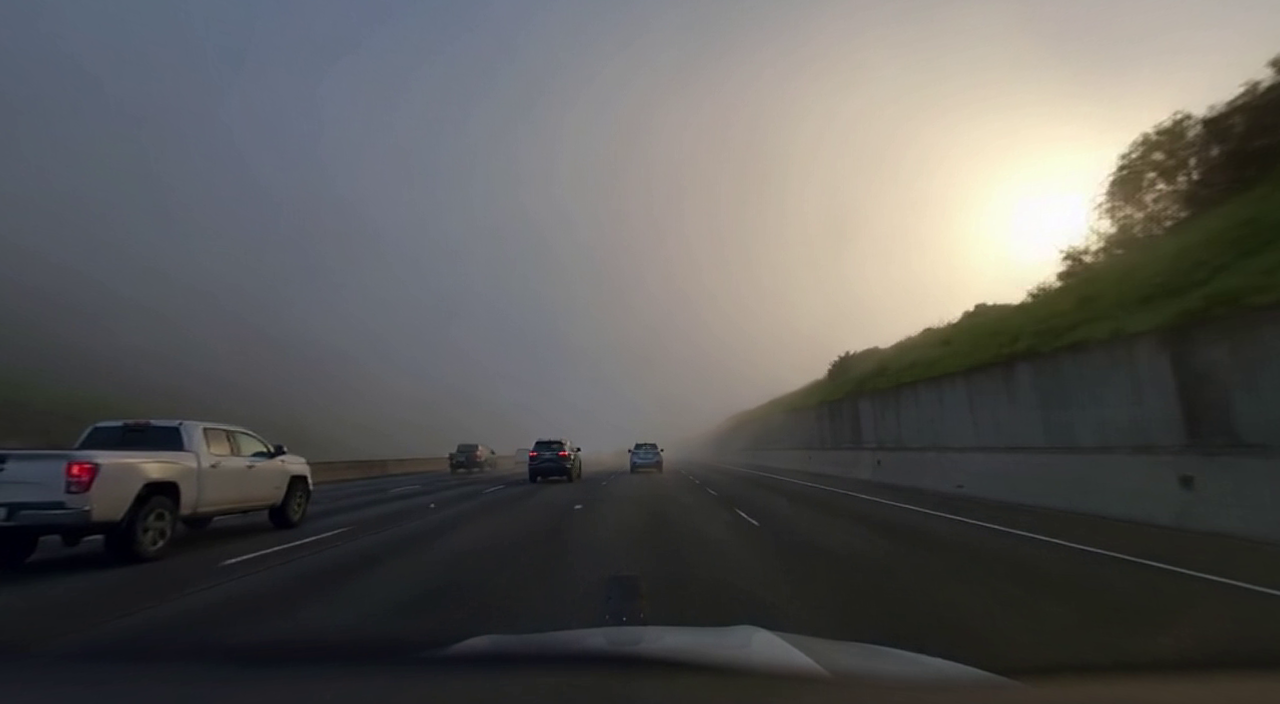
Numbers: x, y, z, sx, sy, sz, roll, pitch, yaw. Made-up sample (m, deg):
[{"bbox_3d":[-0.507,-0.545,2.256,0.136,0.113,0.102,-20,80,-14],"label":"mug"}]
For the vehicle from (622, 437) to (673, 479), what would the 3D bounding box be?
[{"bbox_3d":[0.332,4.950,29.726,2.233,1.804,4.273,0,-9,0],"label":"vehicle"}]

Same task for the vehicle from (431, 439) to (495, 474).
[{"bbox_3d":[-10.606,6.290,38.218,2.230,1.928,5.333,0,-9,1],"label":"vehicle"}]

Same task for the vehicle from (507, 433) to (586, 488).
[{"bbox_3d":[-3.291,3.937,23.206,2.093,1.820,4.506,0,-9,1],"label":"vehicle"}]

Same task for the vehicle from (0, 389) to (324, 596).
[{"bbox_3d":[-6.648,1.660,8.382,2.108,1.856,5.214,0,-9,1],"label":"vehicle"}]
